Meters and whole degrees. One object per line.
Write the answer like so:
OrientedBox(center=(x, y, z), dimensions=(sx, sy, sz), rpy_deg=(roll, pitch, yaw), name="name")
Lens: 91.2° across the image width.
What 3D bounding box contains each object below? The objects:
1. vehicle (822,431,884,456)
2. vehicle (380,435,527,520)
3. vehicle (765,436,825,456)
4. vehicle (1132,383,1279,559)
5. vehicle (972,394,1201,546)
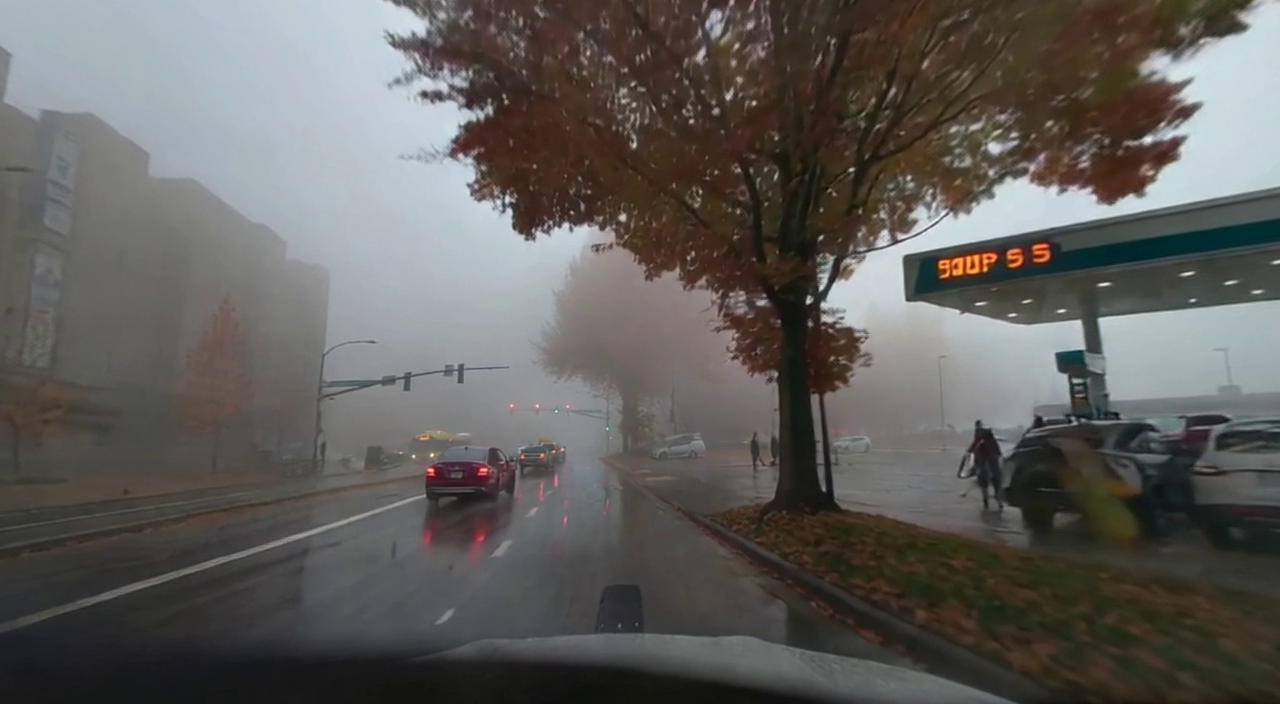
OrientedBox(center=(16.951, 7.276, 49.894), dimensions=(4.172, 1.687, 1.773), rpy_deg=(-3, -8, -6), name="vehicle")
OrientedBox(center=(-3.706, 2.567, 13.301), dimensions=(2.092, 1.507, 4.078), rpy_deg=(0, -9, -4), name="vehicle")
OrientedBox(center=(12.225, 7.446, 49.576), dimensions=(4.064, 1.507, 2.078), rpy_deg=(1, -9, -5), name="vehicle")
OrientedBox(center=(7.591, 1.322, 7.327), dimensions=(4.481, 1.610, 2.048), rpy_deg=(8, -12, -42), name="vehicle")
OrientedBox(center=(6.743, 1.559, 9.309), dimensions=(4.030, 1.709, 1.840), rpy_deg=(3, -9, -43), name="vehicle")
